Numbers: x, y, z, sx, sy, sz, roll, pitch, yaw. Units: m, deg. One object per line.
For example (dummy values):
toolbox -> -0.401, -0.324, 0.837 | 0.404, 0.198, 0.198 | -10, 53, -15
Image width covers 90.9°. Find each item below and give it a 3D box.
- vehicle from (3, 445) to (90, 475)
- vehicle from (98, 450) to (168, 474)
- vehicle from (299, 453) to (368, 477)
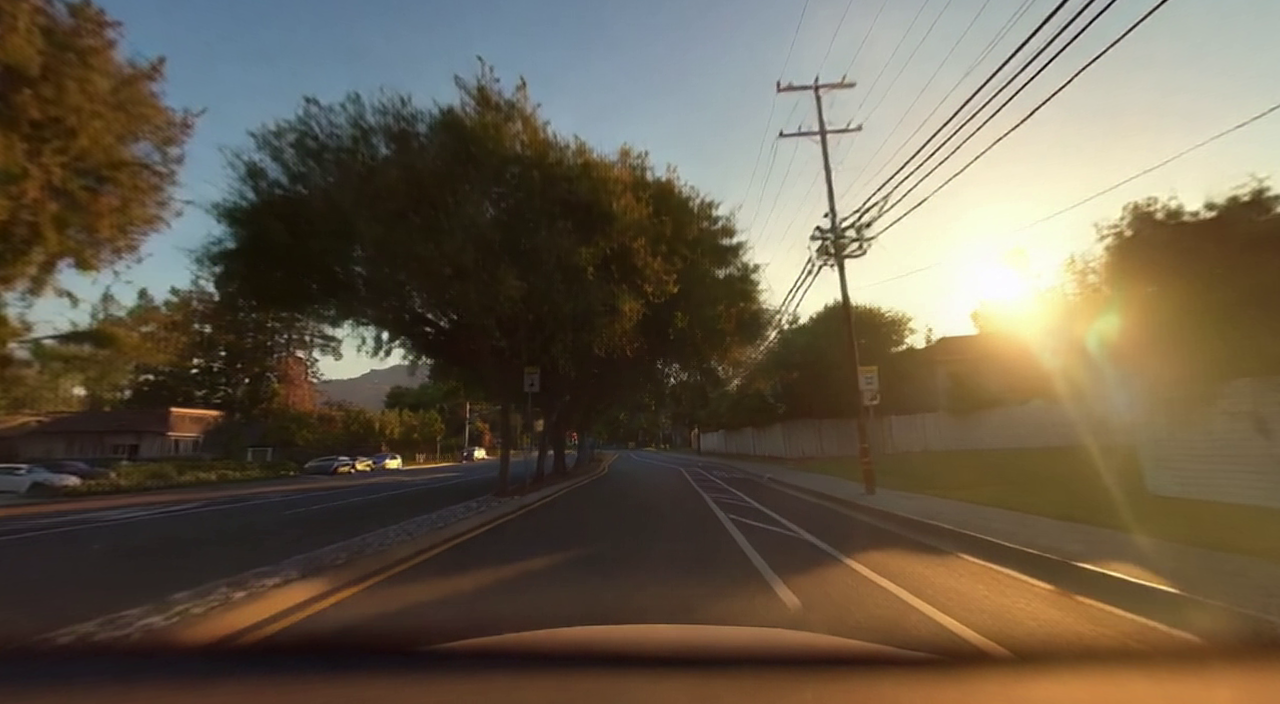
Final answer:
vehicle -> -39.881, 7.233, 42.453 | 1.948, 1.790, 3.851 | 0, -6, 4
vehicle -> -34.867, 7.554, 43.465 | 1.755, 1.572, 3.610 | 0, -8, 1
vehicle -> -21.325, 7.840, 44.099 | 1.919, 1.497, 5.140 | -1, -8, 4
